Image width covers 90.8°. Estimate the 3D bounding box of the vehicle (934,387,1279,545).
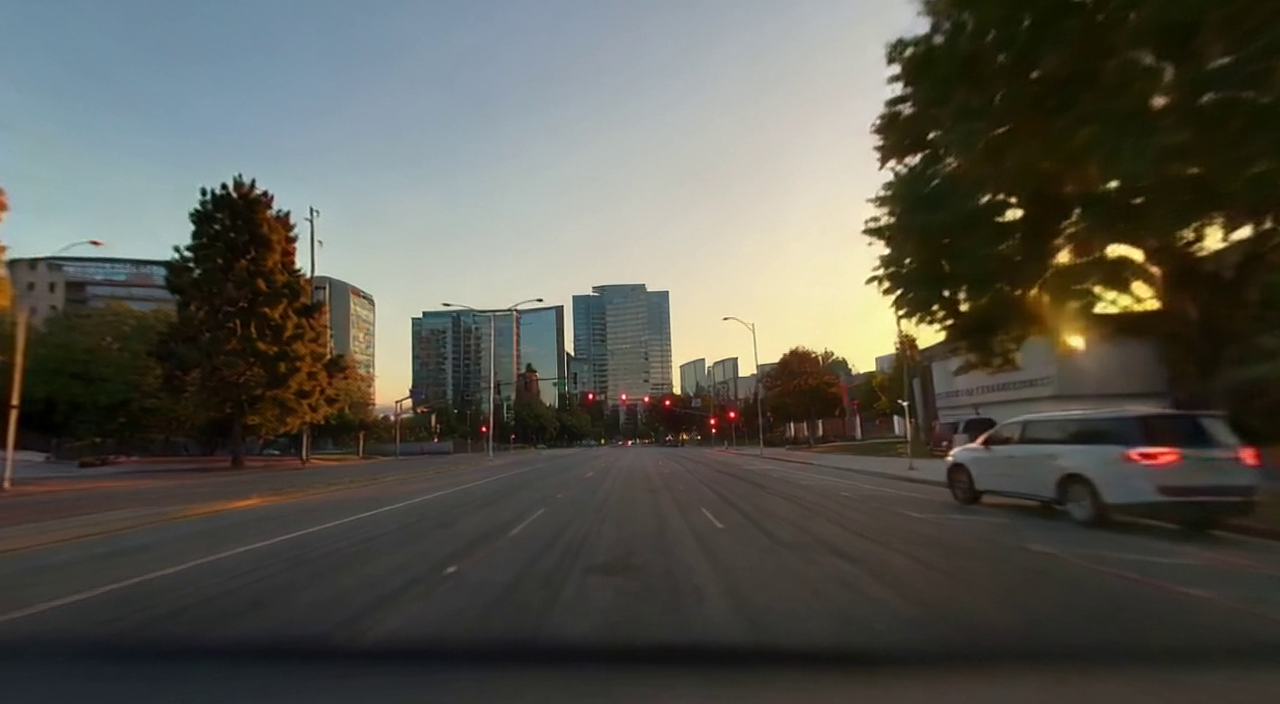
[{"bbox_3d":[7.422,1.781,10.499,2.234,1.880,5.812,0,-8,-1],"label":"vehicle"}]
